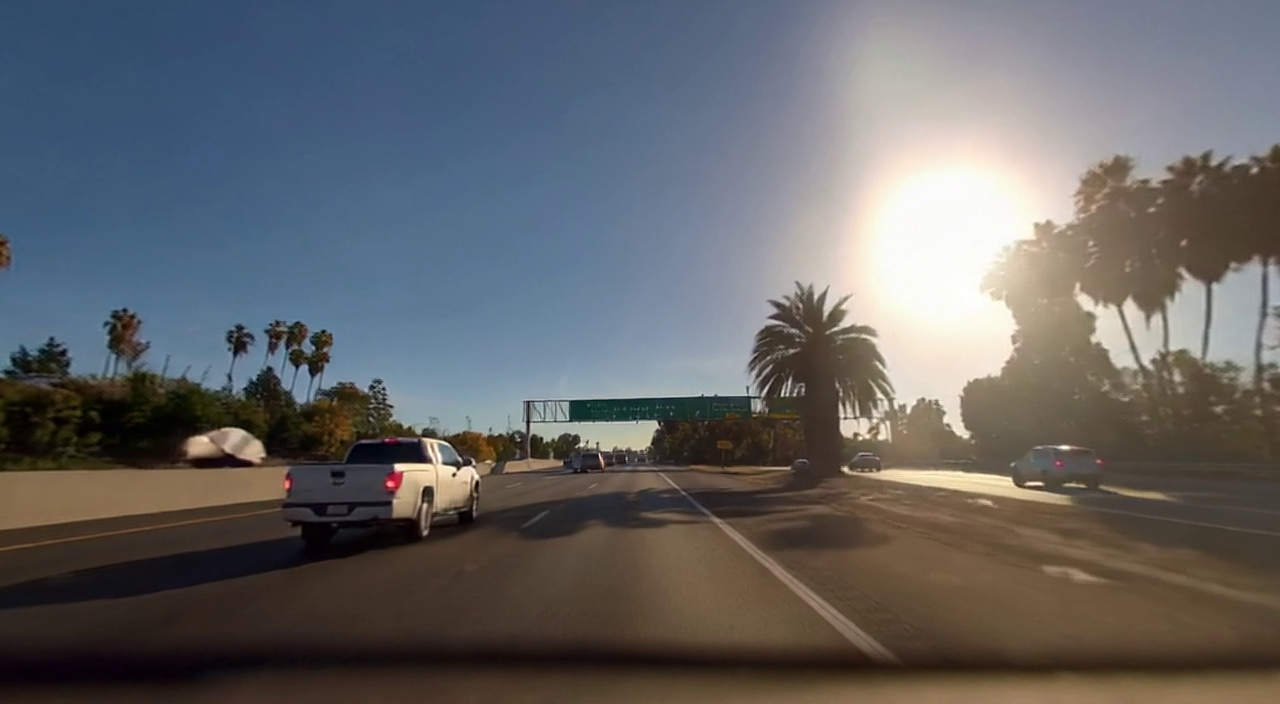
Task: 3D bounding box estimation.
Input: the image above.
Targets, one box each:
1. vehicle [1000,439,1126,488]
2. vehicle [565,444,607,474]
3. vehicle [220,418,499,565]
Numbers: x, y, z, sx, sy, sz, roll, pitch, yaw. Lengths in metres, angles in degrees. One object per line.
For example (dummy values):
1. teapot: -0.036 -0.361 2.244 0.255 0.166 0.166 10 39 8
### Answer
1. vehicle: 16.892 4.476 25.534 1.991 1.755 4.836 -1 -9 4
2. vehicle: -3.673 7.483 44.175 2.420 1.937 5.916 0 -9 0
3. vehicle: -3.911 2.058 10.027 2.162 1.747 4.791 0 -9 1
